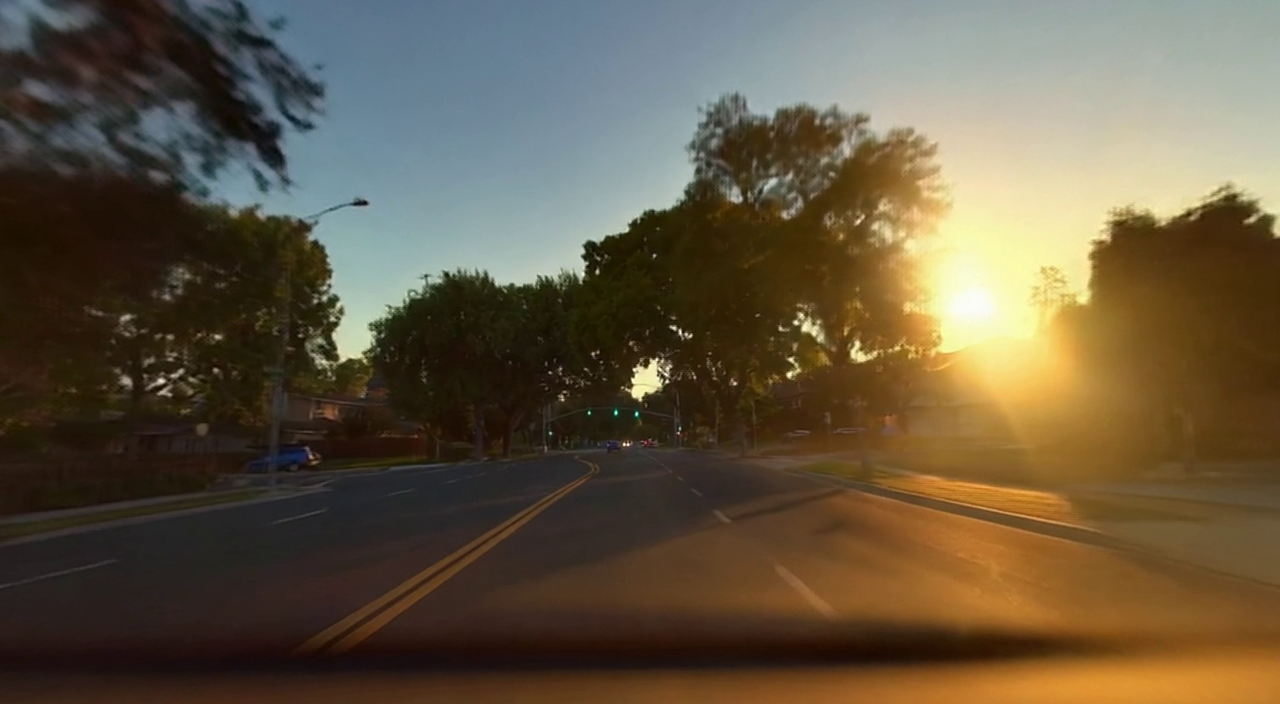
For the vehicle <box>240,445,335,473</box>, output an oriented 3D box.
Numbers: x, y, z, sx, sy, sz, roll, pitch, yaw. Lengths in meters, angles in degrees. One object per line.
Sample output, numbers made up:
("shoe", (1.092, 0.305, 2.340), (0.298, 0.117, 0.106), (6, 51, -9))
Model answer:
("vehicle", (-26.020, 7.890, 46.924), (2.239, 1.961, 5.660), (-6, -10, 33))
